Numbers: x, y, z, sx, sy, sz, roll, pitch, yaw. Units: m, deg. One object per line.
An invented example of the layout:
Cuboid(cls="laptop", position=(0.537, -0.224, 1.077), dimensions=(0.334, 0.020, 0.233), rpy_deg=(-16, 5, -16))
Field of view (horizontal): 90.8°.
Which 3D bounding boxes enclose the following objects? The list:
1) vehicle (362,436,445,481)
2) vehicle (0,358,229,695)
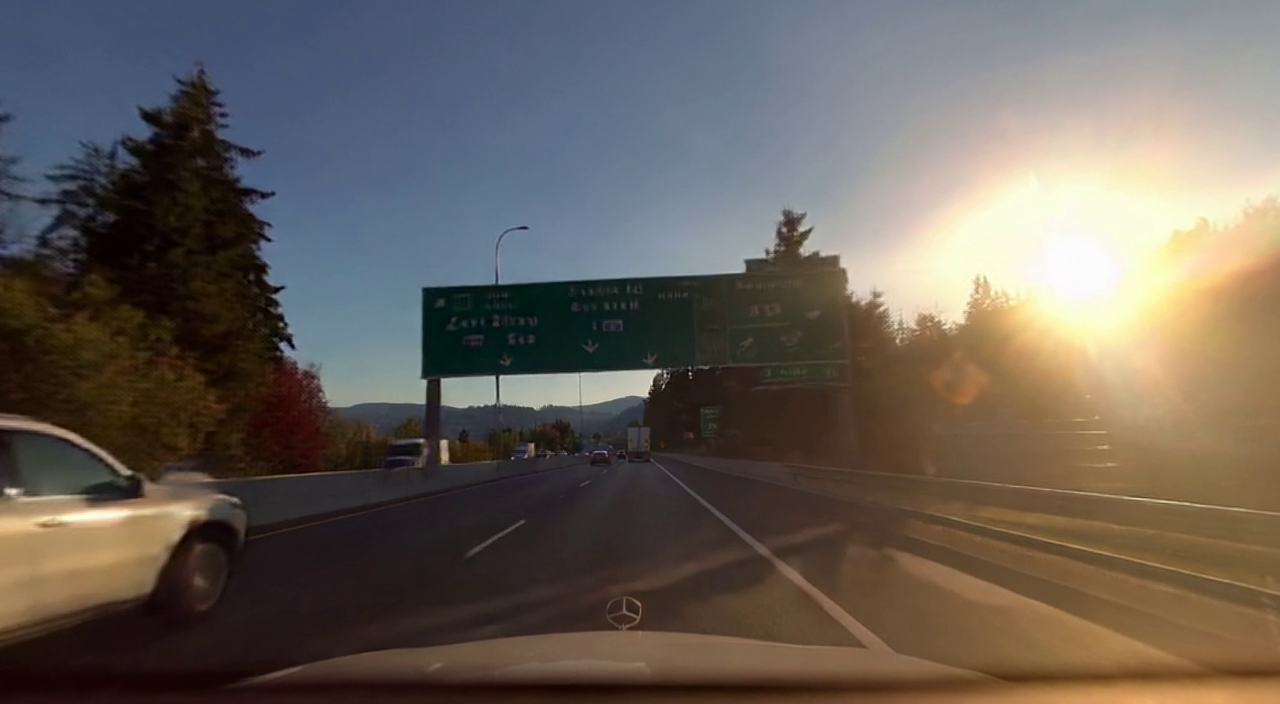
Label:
Cuboid(cls="vehicle", position=(-12.928, 5.860, 34.978), dimensions=(2.243, 2.273, 5.891), rpy_deg=(0, -9, 1))
Cuboid(cls="vehicle", position=(-4.596, 0.888, 2.999), dimensions=(2.079, 1.845, 4.654), rpy_deg=(0, -9, 0))
